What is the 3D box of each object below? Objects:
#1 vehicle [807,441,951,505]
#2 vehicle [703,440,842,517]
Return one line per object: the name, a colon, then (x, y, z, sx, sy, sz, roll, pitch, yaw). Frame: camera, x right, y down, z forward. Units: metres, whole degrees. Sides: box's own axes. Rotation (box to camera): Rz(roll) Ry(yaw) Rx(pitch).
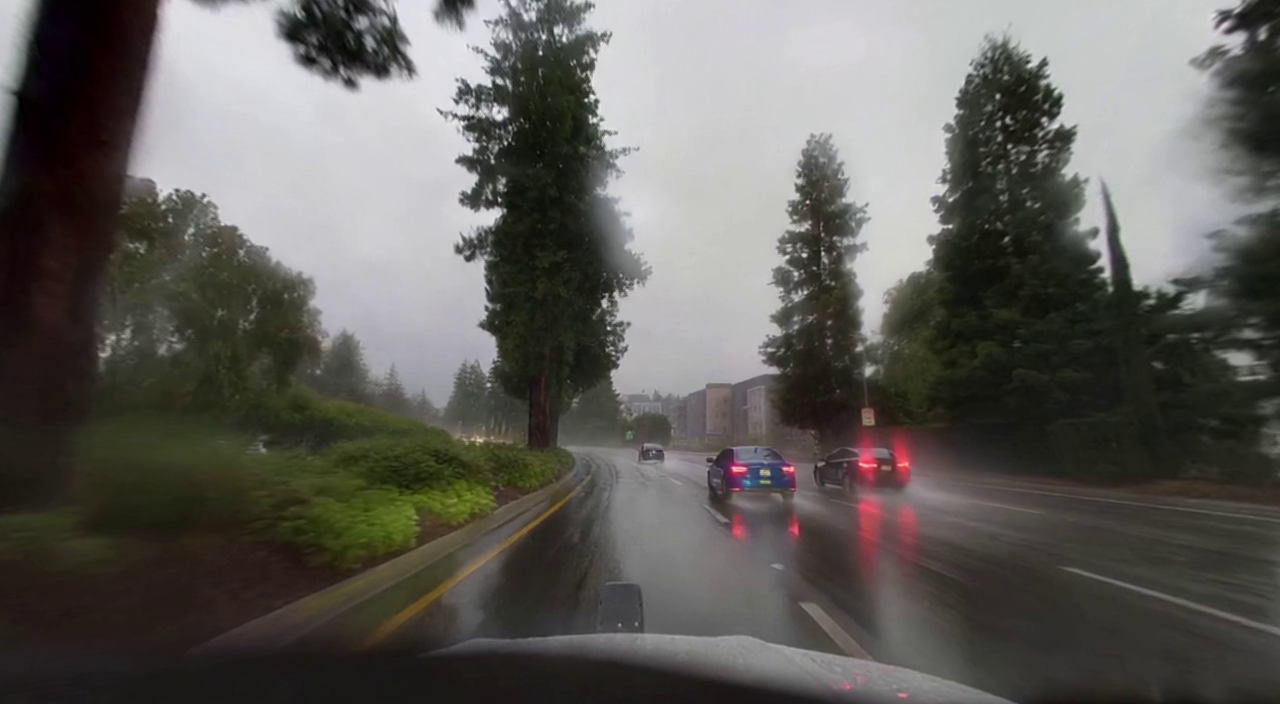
vehicle: (6.145, 3.141, 16.852, 1.901, 1.474, 4.363, 1, -9, -4)
vehicle: (2.807, 2.779, 14.385, 2.077, 1.464, 4.134, 0, -8, -3)
